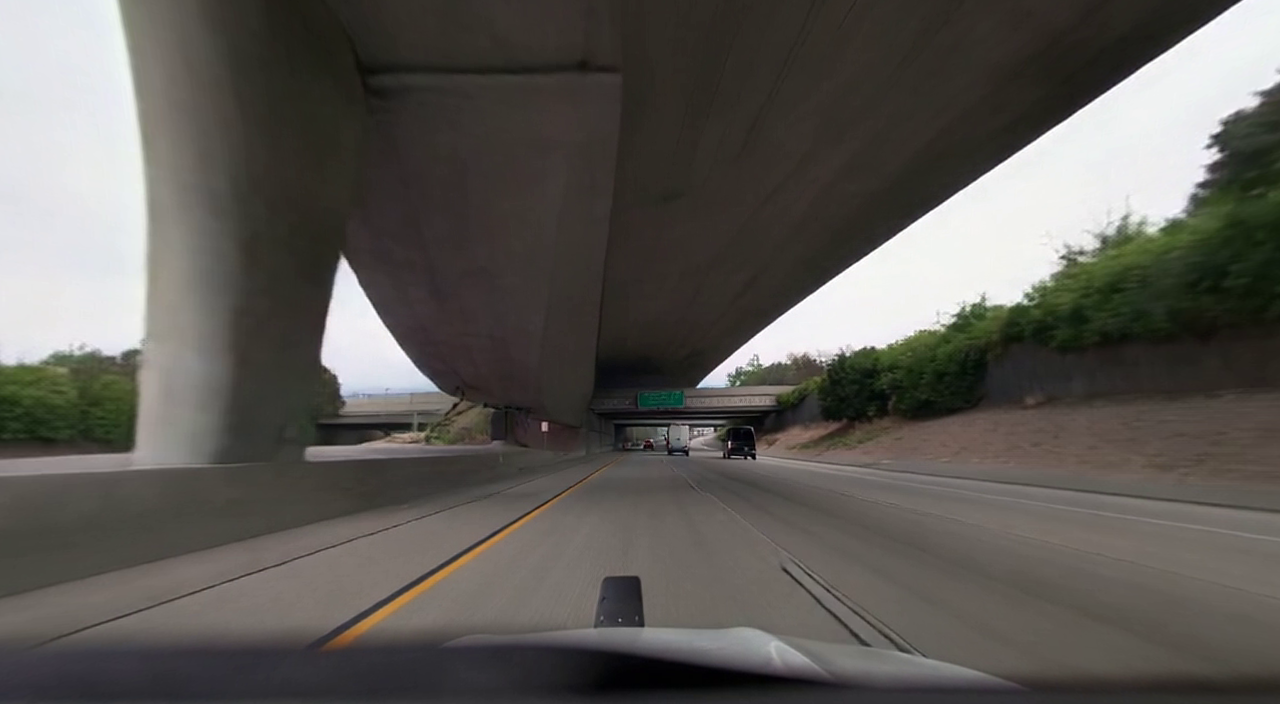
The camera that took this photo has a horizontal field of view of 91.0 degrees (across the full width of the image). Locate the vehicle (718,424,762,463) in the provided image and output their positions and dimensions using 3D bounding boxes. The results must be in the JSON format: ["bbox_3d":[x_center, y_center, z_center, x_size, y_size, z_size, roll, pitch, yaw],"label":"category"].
[{"bbox_3d":[7.754,7.196,49.511,2.379,2.819,6.294,0,-8,0],"label":"vehicle"}]
